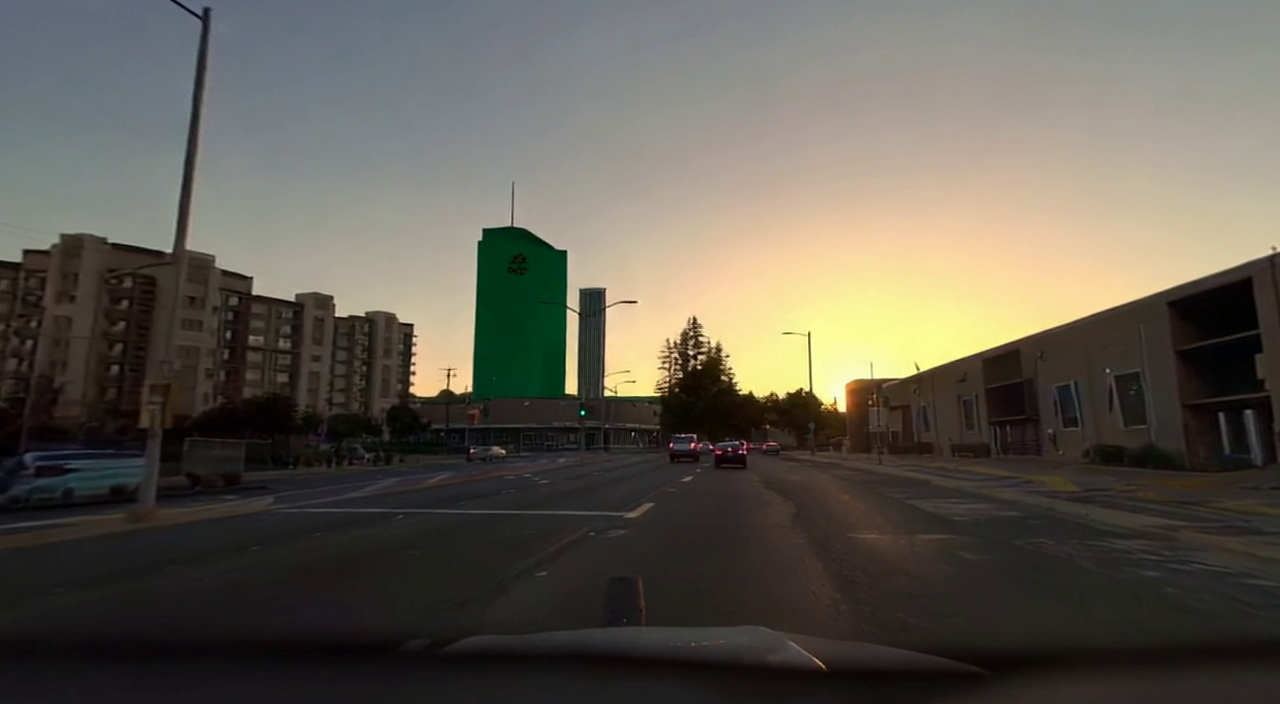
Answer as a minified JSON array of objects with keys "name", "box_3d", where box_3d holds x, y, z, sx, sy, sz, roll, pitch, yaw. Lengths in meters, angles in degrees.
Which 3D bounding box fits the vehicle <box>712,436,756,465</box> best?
[{"name":"vehicle","box_3d":[5.002,5.317,34.093,2.041,1.444,4.710,-1,-8,4]}]

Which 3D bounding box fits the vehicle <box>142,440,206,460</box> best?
[{"name":"vehicle","box_3d":[-35.615,7.487,48.220,3.833,1.487,1.764,-2,-9,13]}]

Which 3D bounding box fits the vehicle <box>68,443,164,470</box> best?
[{"name":"vehicle","box_3d":[-30.784,6.097,37.023,4.431,1.510,1.947,-2,-9,13]}]

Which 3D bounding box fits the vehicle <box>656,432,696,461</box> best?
[{"name":"vehicle","box_3d":[2.310,5.901,39.331,2.031,1.692,4.284,-1,-8,9]}]
